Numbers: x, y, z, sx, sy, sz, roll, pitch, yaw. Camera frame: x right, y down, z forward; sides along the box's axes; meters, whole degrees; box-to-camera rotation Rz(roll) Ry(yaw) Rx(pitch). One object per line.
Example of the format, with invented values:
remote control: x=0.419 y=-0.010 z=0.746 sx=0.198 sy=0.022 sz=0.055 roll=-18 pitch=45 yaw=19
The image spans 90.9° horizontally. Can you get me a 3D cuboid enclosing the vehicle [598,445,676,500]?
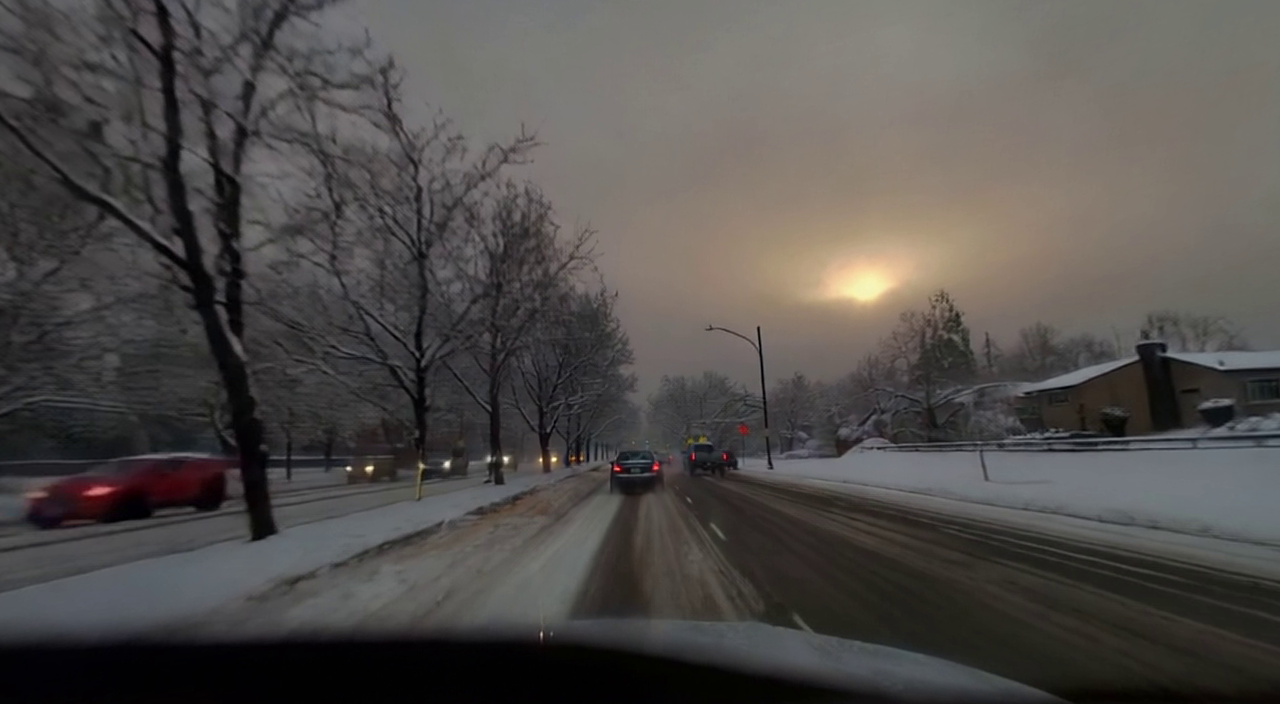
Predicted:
vehicle: x=-0.085 y=3.627 z=19.379 sx=2.140 sy=1.474 sz=4.026 roll=0 pitch=-8 yaw=0

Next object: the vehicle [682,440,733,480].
vehicle: x=3.327 y=5.387 z=31.779 sx=2.073 sy=1.822 sz=4.276 roll=0 pitch=-8 yaw=0

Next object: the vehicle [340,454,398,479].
vehicle: x=-18.192 y=7.687 z=42.570 sx=1.928 sy=1.491 sz=4.316 roll=-1 pitch=-8 yaw=1

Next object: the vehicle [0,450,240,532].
vehicle: x=-11.553 y=2.999 z=14.261 sx=1.917 sy=1.488 sz=4.611 roll=-1 pitch=-8 yaw=1
